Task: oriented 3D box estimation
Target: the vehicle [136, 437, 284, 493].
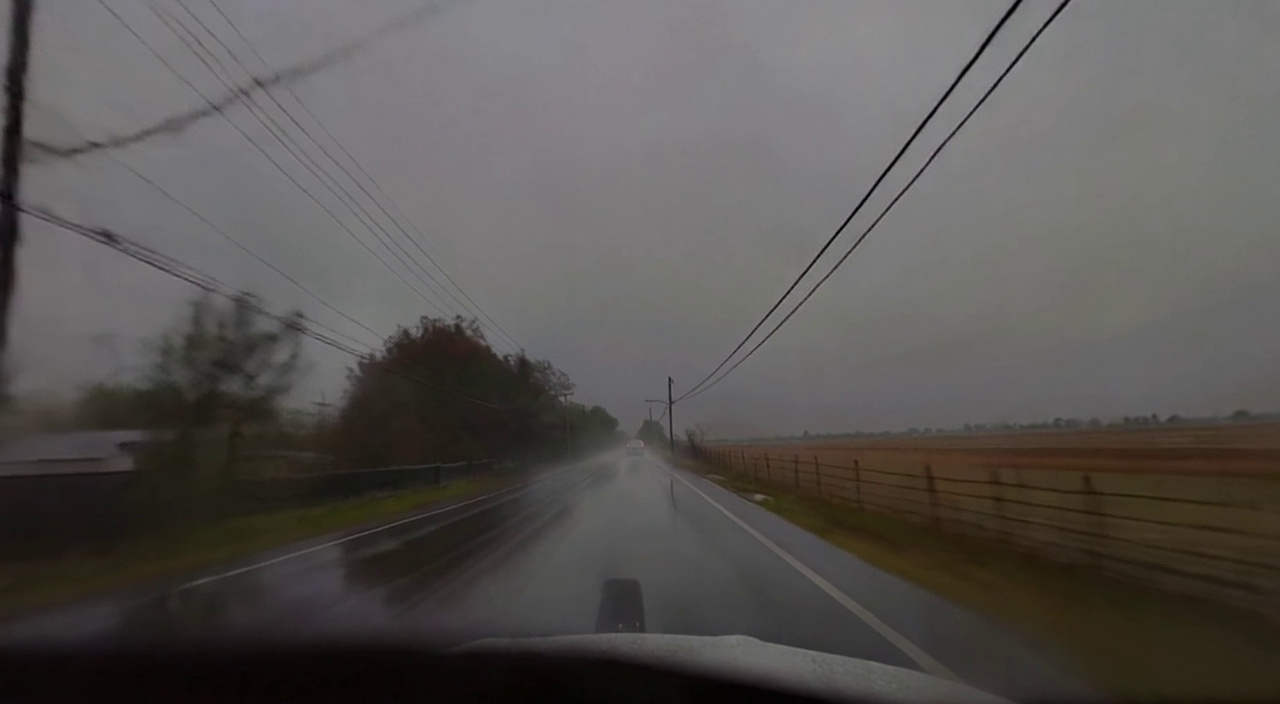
[{"bbox_3d":[-27.149,7.125,40.454,2.681,3.188,7.534,-3,-9,18],"label":"vehicle"}]
